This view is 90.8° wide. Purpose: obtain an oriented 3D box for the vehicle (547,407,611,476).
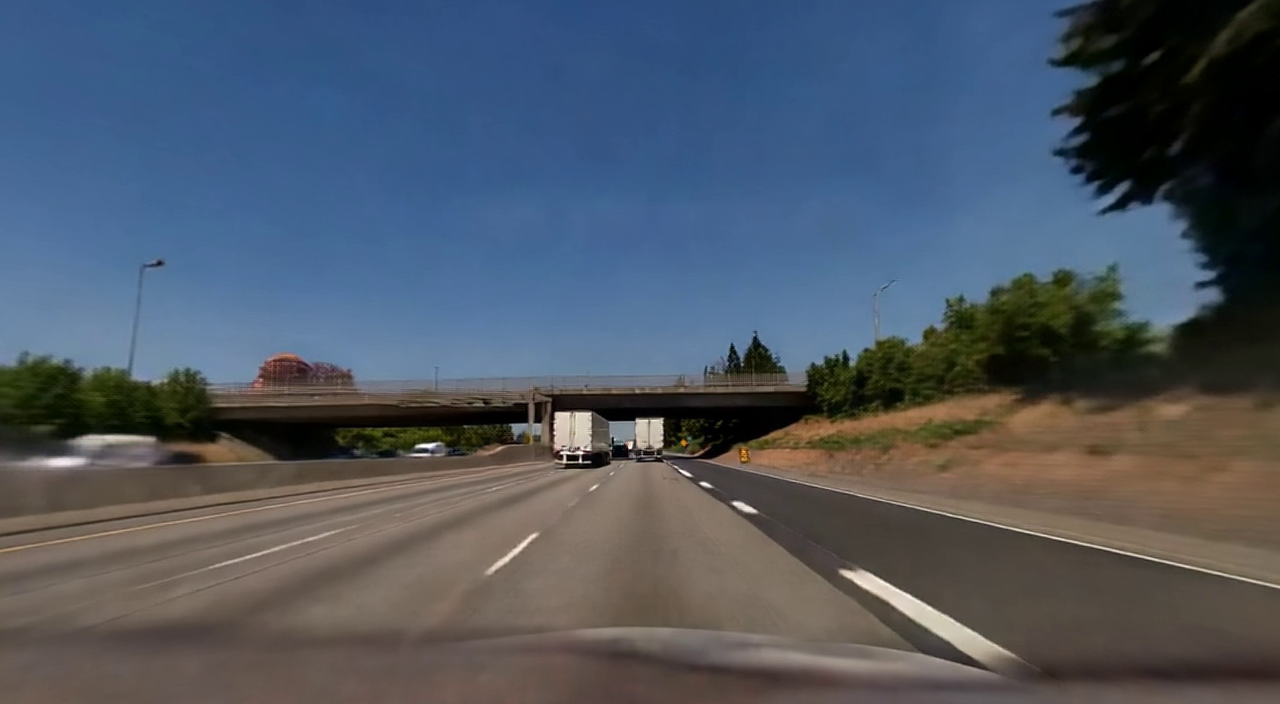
[{"bbox_3d":[-3.079,4.836,33.783,2.696,3.266,7.062,0,-9,0],"label":"vehicle"}]
